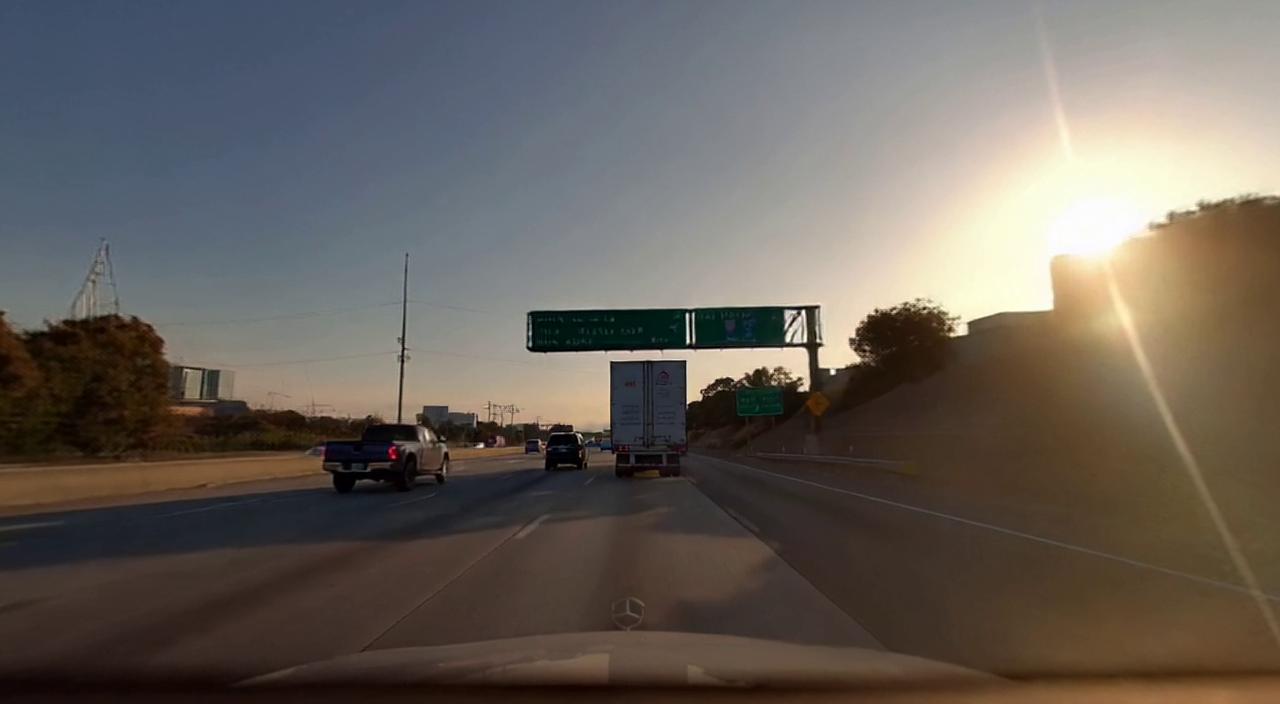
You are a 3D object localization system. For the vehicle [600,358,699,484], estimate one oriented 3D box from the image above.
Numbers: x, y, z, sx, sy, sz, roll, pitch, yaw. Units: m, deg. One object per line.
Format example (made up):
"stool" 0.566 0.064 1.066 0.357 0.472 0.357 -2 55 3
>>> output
"vehicle" 0.246 2.787 23.834 2.941 3.794 9.851 0 -9 0

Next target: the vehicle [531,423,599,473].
"vehicle" -3.332 4.474 29.435 2.379 2.075 6.169 0 -9 1

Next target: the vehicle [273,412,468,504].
"vehicle" -6.684 2.750 16.750 2.479 1.978 5.952 0 -9 1
